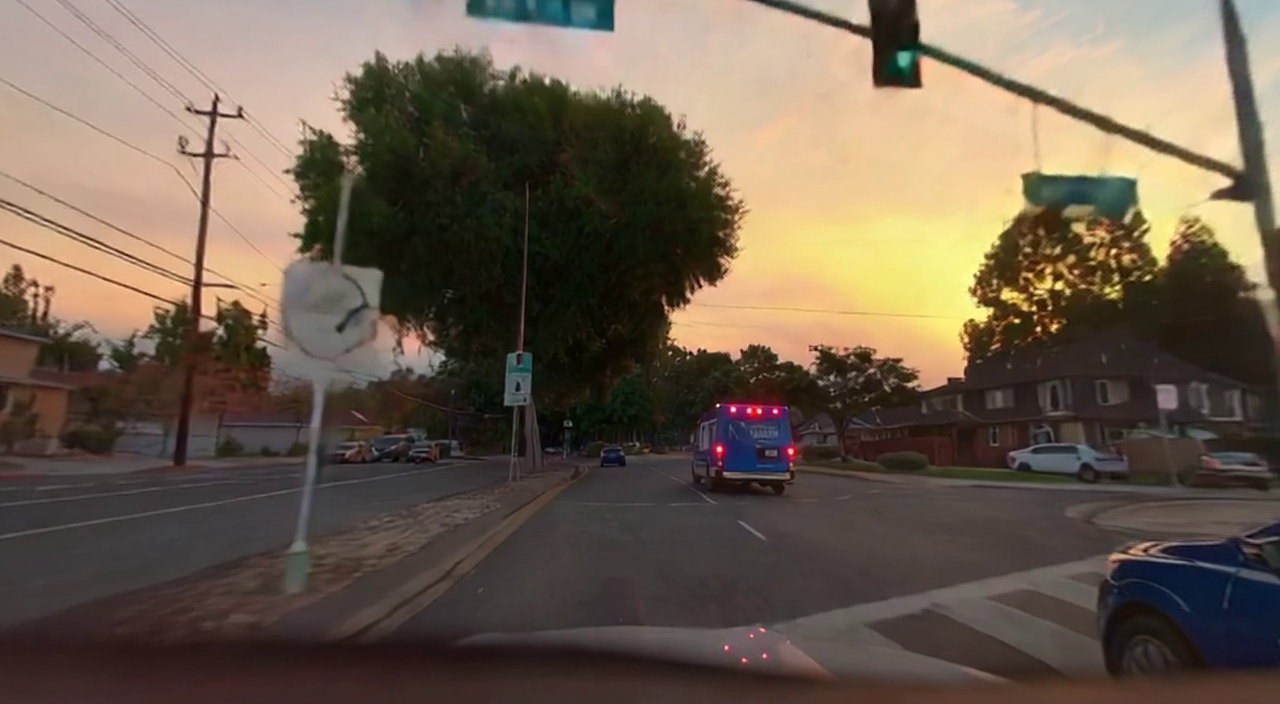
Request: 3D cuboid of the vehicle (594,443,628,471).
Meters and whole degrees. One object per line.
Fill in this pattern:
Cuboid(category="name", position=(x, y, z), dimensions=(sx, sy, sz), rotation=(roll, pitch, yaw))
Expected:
Cuboid(category="vehicle", position=(-1.922, 6.780, 40.981), dimensions=(2.114, 1.707, 3.725), rotation=(0, -8, -4))

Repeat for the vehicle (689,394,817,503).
Cuboid(category="vehicle", position=(3.016, 2.775, 18.514), dimensions=(2.406, 2.687, 5.521), rotation=(0, -8, -4))

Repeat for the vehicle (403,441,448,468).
Cuboid(category="vehicle", position=(-15.073, 7.171, 44.617), dimensions=(1.909, 1.705, 4.126), rotation=(1, -7, -2))

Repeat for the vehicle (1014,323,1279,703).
Cuboid(category="vehicle", position=(3.913, 0.749, 2.096), dimensions=(2.194, 1.922, 4.822), rotation=(0, -8, -3))
